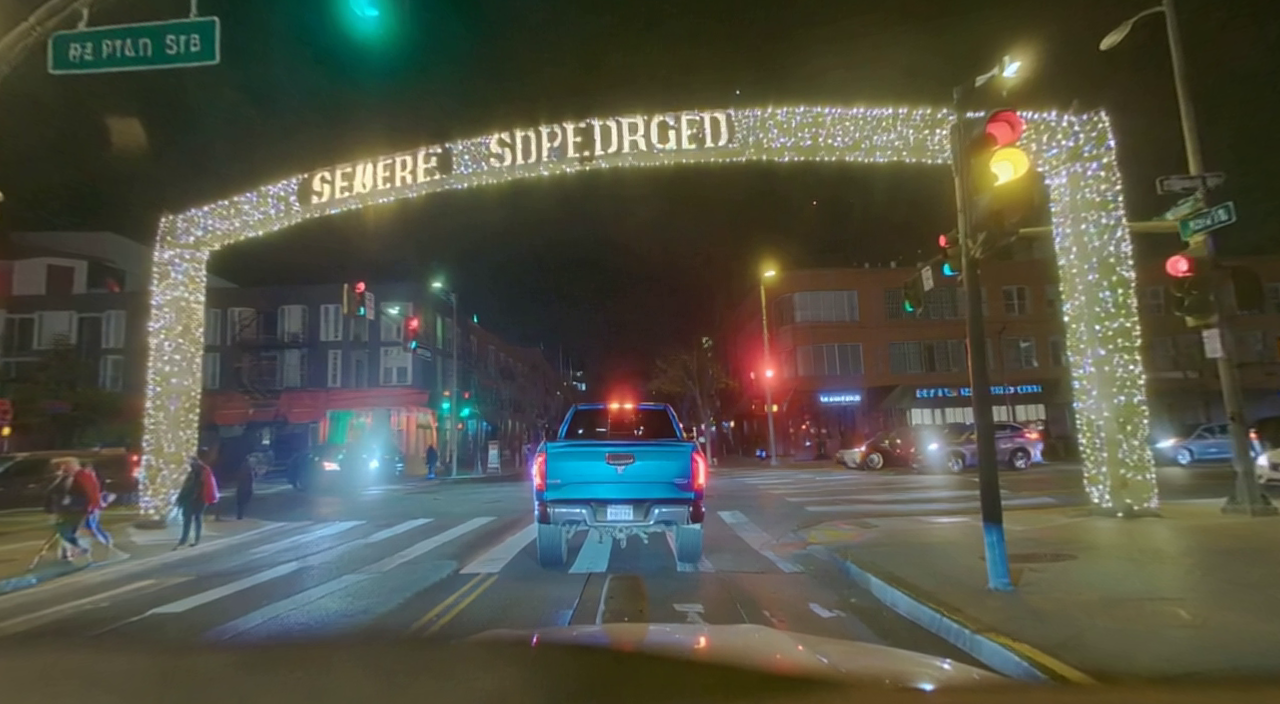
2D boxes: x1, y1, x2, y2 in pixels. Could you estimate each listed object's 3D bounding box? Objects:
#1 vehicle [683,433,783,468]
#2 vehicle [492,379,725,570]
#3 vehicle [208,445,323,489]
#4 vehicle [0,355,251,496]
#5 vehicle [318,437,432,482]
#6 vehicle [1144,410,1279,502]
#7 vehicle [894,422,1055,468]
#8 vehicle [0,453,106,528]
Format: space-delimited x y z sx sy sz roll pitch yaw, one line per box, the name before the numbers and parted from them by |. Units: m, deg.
vehicle | 4.316 4.683 29.906 4.515 1.583 1.920 -1 -8 3
vehicle | -0.477 1.710 9.575 2.477 2.020 5.534 0 -8 -3
vehicle | -18.642 5.706 31.524 4.398 2.057 1.959 0 -8 -2
vehicle | -22.070 2.675 22.629 13.729 4.662 3.300 0 -9 0
vehicle | -13.156 5.350 31.468 4.799 1.909 2.011 -3 -7 2
vehicle | 13.079 2.011 12.513 4.082 1.613 2.211 -3 -12 -1
vehicle | 11.658 3.272 22.178 4.600 1.506 1.878 0 -8 -2
vehicle | -16.041 3.313 15.352 4.039 1.654 2.092 0 -8 -2
